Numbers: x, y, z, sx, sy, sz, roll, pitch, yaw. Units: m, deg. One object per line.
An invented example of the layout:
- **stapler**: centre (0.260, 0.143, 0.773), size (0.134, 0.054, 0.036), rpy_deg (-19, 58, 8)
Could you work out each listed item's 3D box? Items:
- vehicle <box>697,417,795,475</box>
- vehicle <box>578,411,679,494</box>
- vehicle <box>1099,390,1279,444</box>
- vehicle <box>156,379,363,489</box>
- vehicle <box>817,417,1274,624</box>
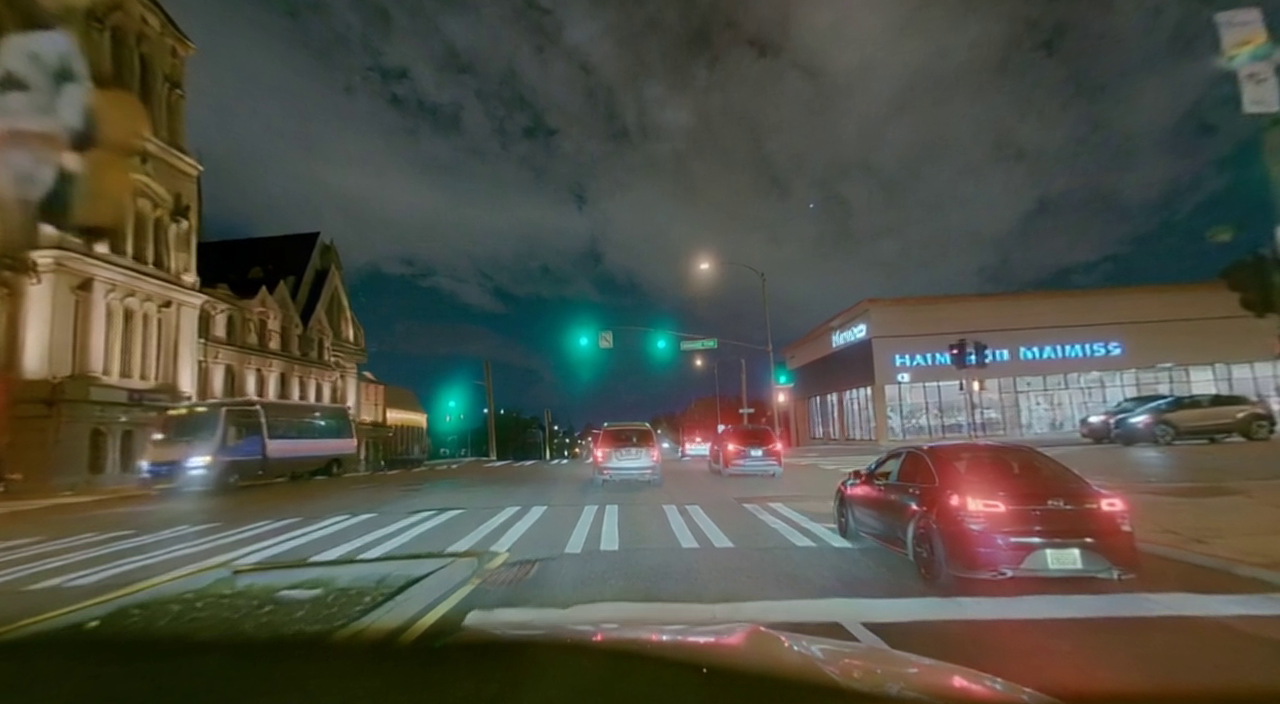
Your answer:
- **vehicle**: centre (2.933, 2.745, 18.489), size (1.890, 1.491, 4.166), rpy_deg (0, -8, -4)
- **vehicle**: centre (-0.389, 2.470, 15.763), size (2.168, 1.776, 4.135), rpy_deg (0, -8, -4)
- **vehicle**: centre (17.309, 2.074, 19.794), size (4.255, 1.590, 1.999), rpy_deg (0, -8, -1)
- **vehicle**: centre (-15.011, 3.442, 26.160), size (3.126, 3.773, 8.662), rpy_deg (0, -8, 0)
- **vehicle**: centre (3.577, 1.543, 6.857), size (1.883, 1.472, 4.471), rpy_deg (0, -8, -2)
